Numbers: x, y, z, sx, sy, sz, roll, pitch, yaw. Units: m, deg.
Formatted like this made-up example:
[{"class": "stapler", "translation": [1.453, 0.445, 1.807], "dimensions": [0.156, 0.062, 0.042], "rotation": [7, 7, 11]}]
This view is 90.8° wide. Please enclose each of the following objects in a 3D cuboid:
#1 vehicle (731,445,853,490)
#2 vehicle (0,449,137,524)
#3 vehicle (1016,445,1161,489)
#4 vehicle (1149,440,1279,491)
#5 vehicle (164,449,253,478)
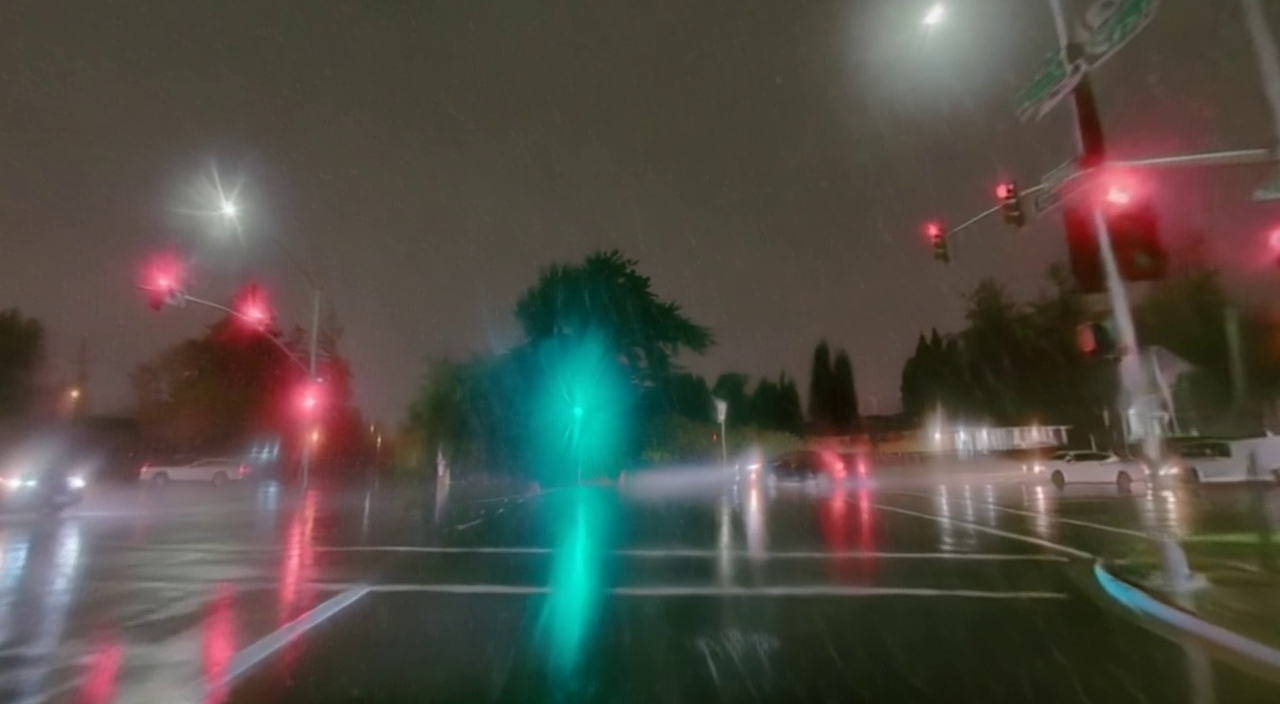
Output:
[{"class": "vehicle", "translation": [5.242, 4.045, 22.223], "dimensions": [3.815, 1.504, 1.790], "rotation": [0, -9, 1]}, {"class": "vehicle", "translation": [-14.017, 2.804, 13.447], "dimensions": [4.989, 1.442, 1.940], "rotation": [-1, -9, 3]}, {"class": "vehicle", "translation": [18.025, 4.633, 25.579], "dimensions": [4.326, 1.672, 1.903], "rotation": [0, -9, 2]}, {"class": "vehicle", "translation": [20.780, 3.890, 21.821], "dimensions": [4.510, 1.673, 2.030], "rotation": [0, -9, 2]}, {"class": "vehicle", "translation": [-24.546, 6.335, 36.141], "dimensions": [1.817, 1.488, 4.631], "rotation": [0, -9, 0]}]
